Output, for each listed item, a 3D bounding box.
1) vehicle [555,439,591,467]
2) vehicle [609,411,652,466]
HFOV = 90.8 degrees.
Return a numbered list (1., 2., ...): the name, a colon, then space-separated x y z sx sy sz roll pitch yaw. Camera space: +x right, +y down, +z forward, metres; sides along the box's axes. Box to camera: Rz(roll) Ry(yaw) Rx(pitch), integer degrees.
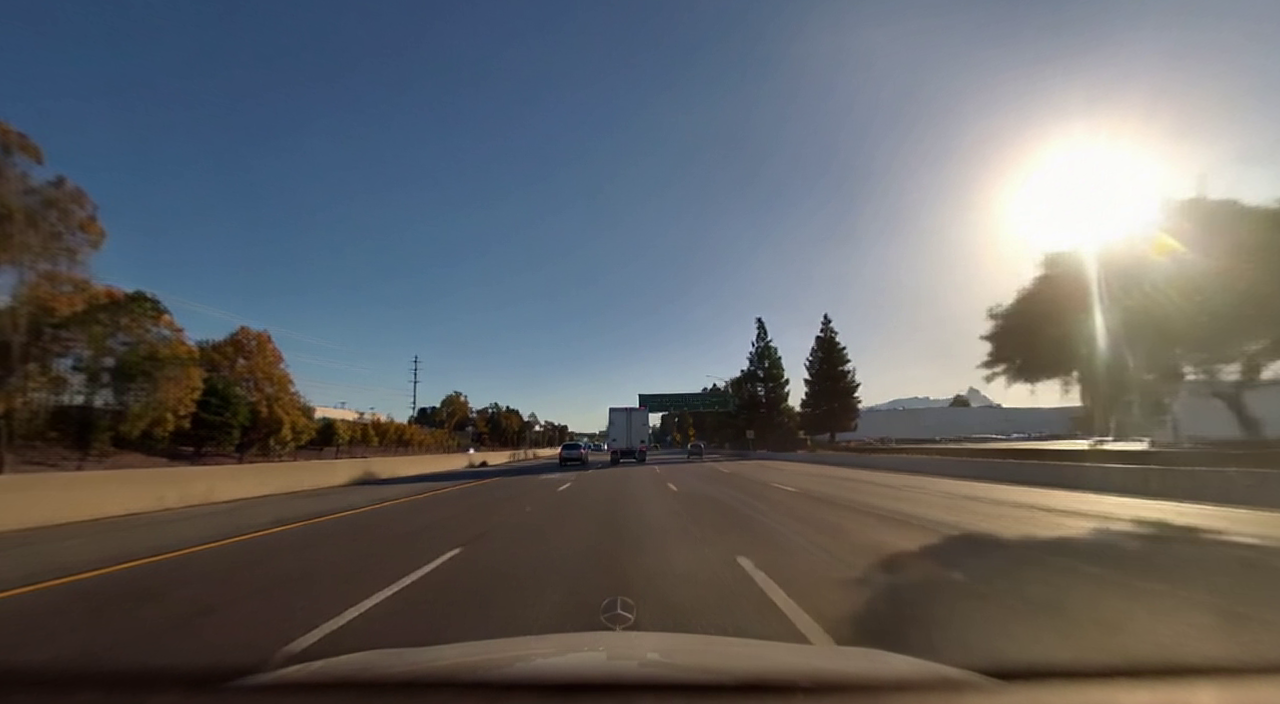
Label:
1. vehicle: -4.794 7.332 45.933 2.095 1.930 4.680 0 -9 0
2. vehicle: -0.635 6.859 49.488 3.000 3.786 11.740 0 -9 0
